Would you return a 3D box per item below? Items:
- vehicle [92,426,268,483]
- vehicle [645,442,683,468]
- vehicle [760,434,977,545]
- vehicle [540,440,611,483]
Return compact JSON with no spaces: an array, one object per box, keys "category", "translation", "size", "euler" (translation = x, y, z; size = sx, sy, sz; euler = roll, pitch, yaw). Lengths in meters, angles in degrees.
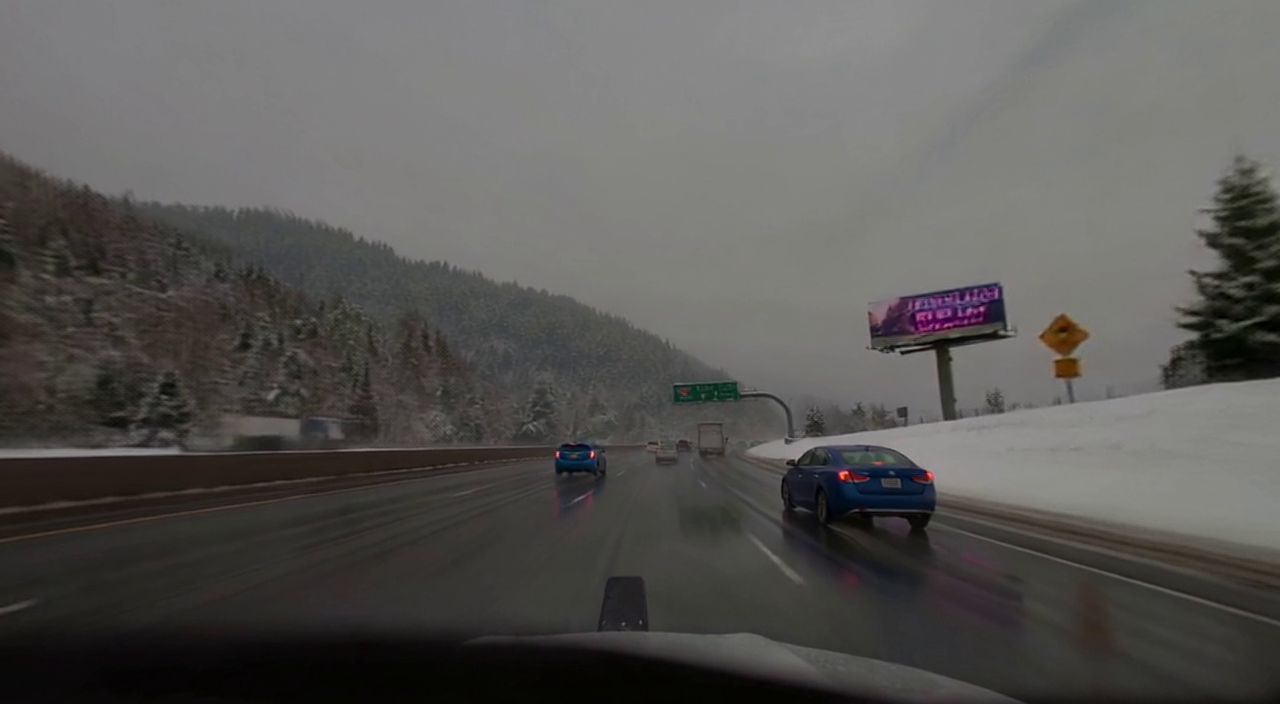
[{"category":"vehicle","translation":[-17.039,3.849,23.870],"size":[2.389,1.886,5.415],"euler":[-1,-8,3]},{"category":"vehicle","translation":[1.525,6.263,38.624],"size":[2.202,1.467,3.929],"euler":[-1,-8,4]},{"category":"vehicle","translation":[3.463,2.153,10.619],"size":[2.013,1.464,4.317],"euler":[0,-8,0]},{"category":"vehicle","translation":[-2.376,4.217,24.608],"size":[2.031,1.491,4.792],"euler":[-1,-8,3]}]
